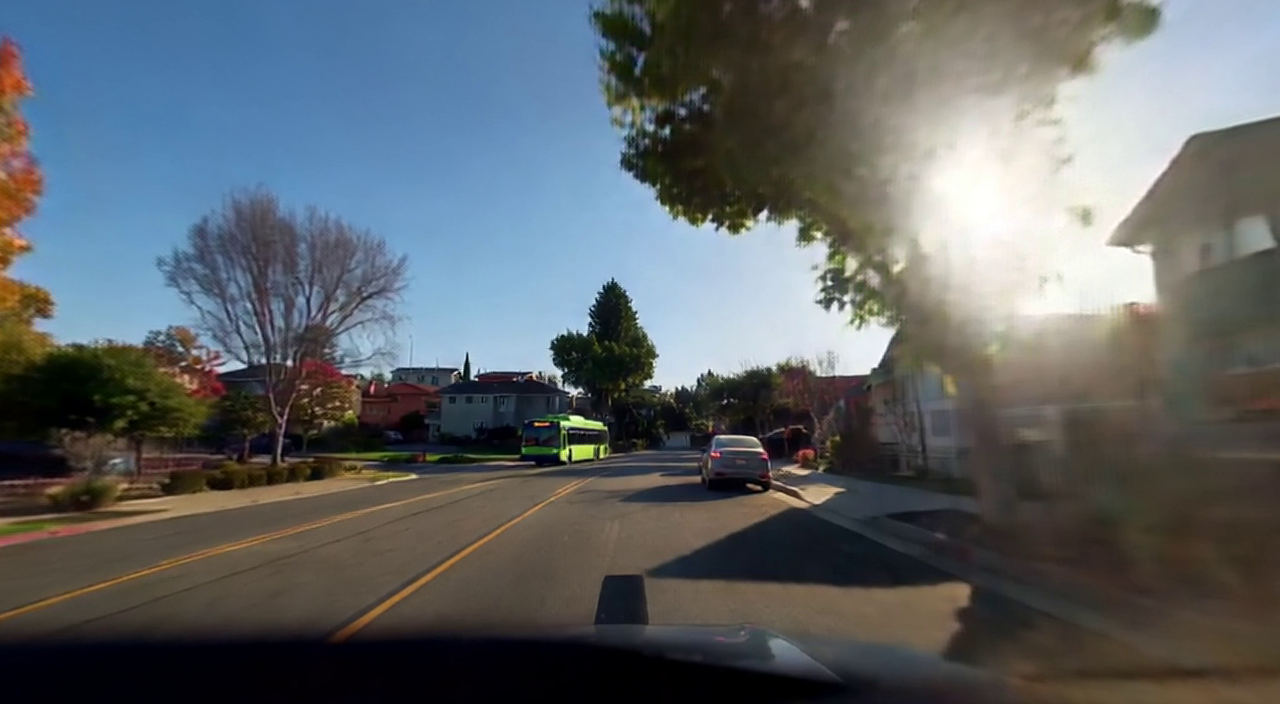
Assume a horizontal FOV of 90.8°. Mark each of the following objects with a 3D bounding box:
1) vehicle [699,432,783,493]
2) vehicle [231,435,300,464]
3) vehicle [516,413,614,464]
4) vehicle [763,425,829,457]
[{"bbox_3d":[2.870,3.222,18.778,1.984,1.601,3.994,0,-8,3],"label":"vehicle"},{"bbox_3d":[-24.685,6.424,41.814,2.006,1.766,4.685,1,-8,-5],"label":"vehicle"},{"bbox_3d":[-5.005,6.395,46.146,3.577,3.168,13.108,-2,-9,9],"label":"vehicle"},{"bbox_3d":[11.407,6.585,46.583,4.387,1.812,2.018,-8,-11,9],"label":"vehicle"}]
